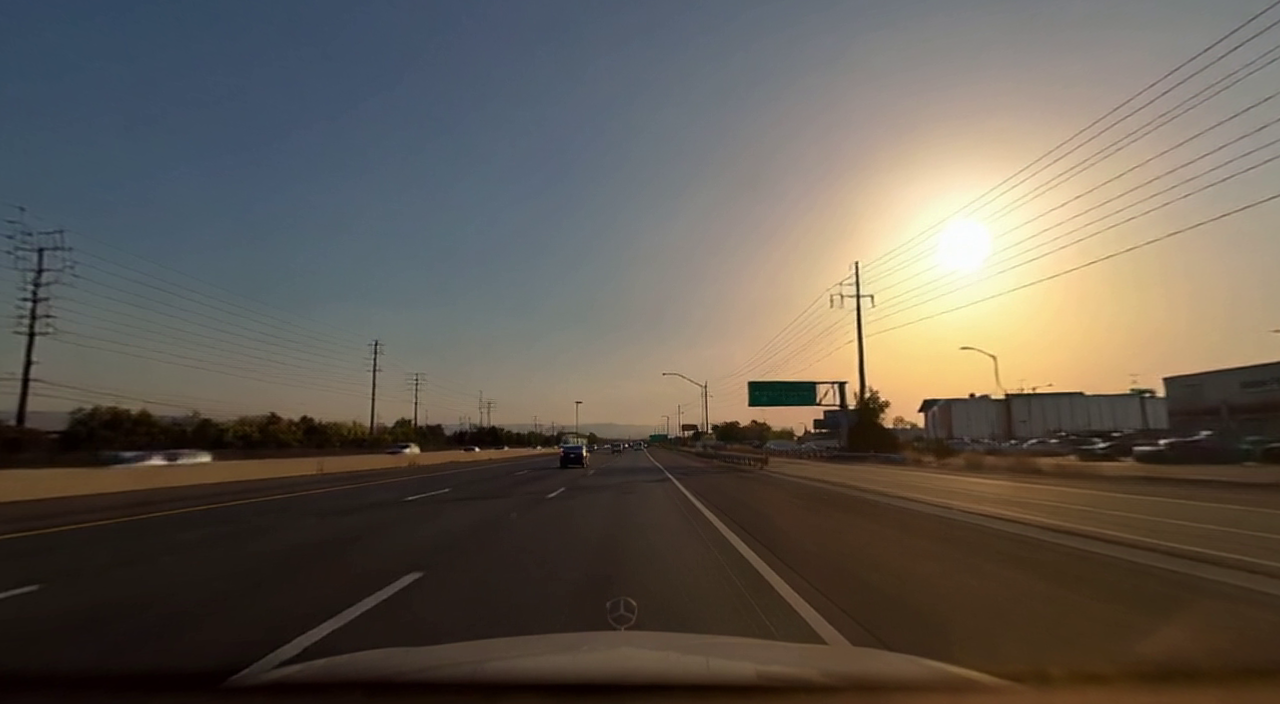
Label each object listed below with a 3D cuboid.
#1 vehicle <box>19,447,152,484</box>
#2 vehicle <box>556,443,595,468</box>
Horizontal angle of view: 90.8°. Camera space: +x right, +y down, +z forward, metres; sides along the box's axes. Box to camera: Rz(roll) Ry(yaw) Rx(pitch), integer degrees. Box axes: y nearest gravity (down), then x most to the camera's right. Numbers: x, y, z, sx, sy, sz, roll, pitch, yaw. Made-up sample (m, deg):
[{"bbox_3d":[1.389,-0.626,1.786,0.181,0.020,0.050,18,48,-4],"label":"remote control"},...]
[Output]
[{"bbox_3d":[-25.183,5.129,28.967,1.881,1.525,4.594,0,-8,0],"label":"vehicle"},{"bbox_3d":[-4.030,6.555,40.120,1.940,1.479,4.545,0,-8,1],"label":"vehicle"}]
